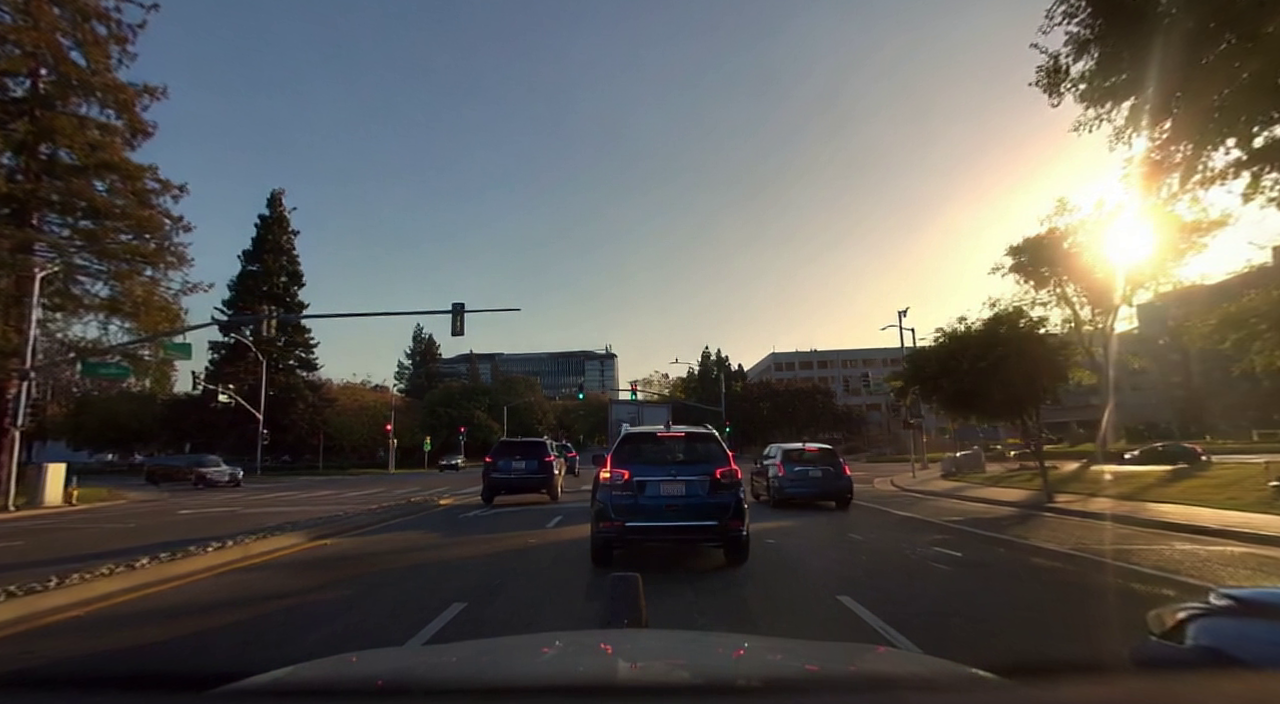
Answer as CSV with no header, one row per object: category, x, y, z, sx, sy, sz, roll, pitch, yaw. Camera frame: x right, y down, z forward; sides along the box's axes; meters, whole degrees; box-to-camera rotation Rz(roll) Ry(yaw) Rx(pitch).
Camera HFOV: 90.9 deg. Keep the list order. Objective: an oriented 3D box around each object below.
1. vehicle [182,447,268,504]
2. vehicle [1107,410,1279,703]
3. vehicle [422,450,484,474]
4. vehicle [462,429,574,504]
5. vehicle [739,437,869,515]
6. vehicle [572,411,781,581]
vehicle,-13.583,3.965,20.860,1.926,1.636,4.395,4,-10,-29
vehicle,3.440,0.751,0.898,1.958,1.500,4.687,0,-8,0
vehicle,-12.741,7.451,42.818,4.308,1.497,1.876,-7,-11,39
vehicle,-3.270,3.193,18.022,2.209,1.828,4.847,0,-9,0
vehicle,3.710,2.871,15.083,1.954,1.592,3.992,0,-9,-1
vehicle,0.367,1.834,8.842,2.172,1.764,4.338,0,-8,0
